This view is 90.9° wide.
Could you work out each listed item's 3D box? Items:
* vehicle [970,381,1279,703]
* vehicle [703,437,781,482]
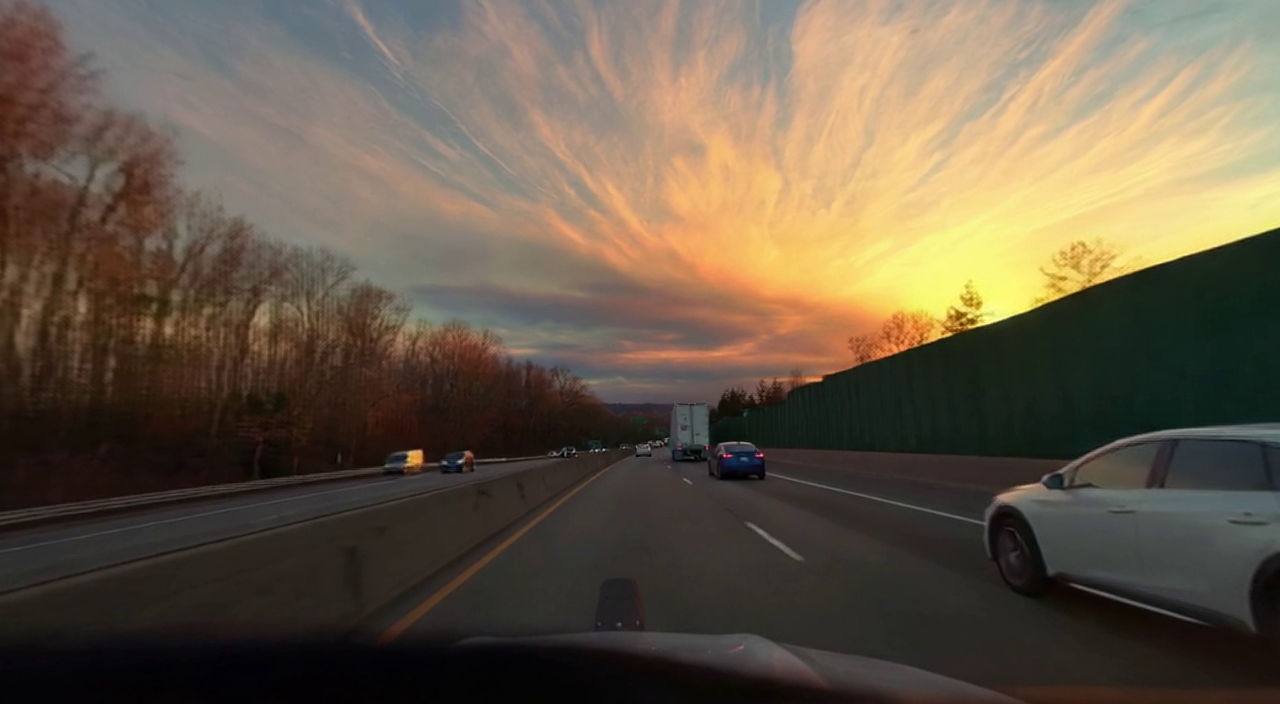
[{"bbox_3d":[4.012,1.005,3.617,1.940,1.539,4.005,1,-8,-2],"label":"vehicle"},{"bbox_3d":[3.625,3.912,23.216,2.000,1.473,4.440,0,-8,-2],"label":"vehicle"}]
